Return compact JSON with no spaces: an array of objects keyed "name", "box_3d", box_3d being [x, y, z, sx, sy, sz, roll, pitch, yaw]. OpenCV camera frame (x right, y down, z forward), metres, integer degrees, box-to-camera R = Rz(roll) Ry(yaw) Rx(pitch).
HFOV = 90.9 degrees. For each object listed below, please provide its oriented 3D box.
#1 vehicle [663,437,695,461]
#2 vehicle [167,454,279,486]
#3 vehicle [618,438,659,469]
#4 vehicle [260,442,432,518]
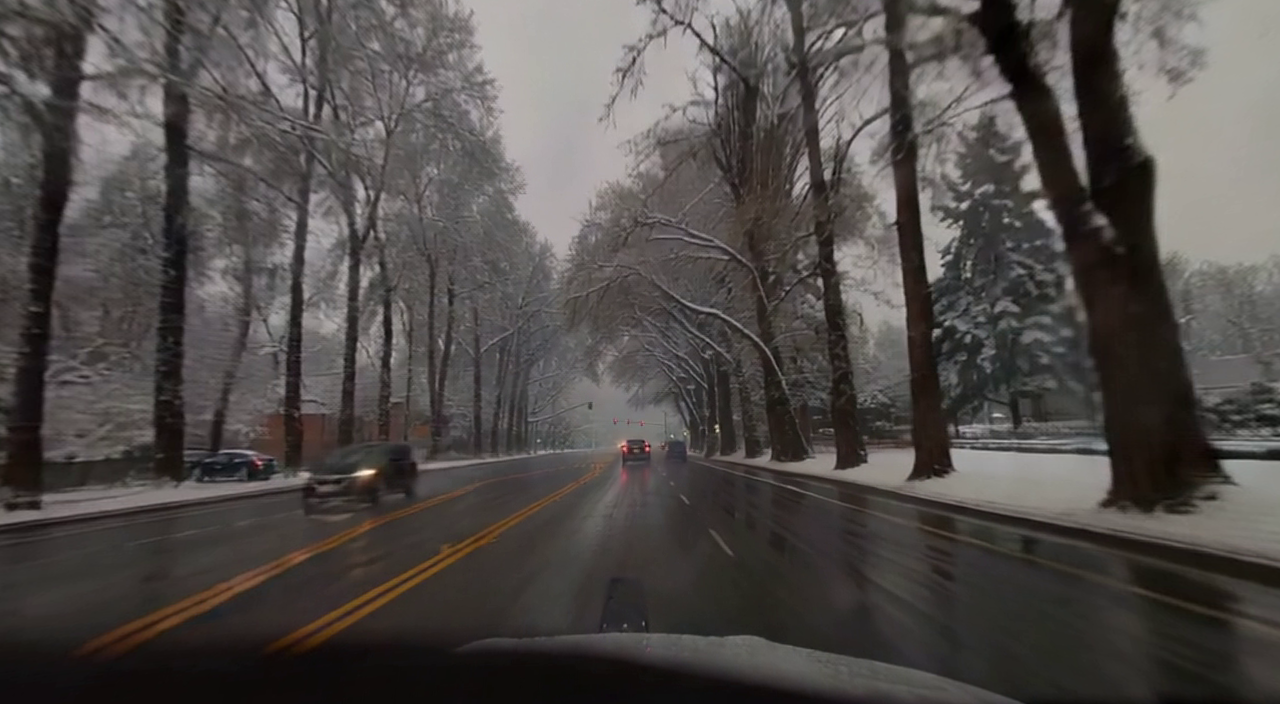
[{"name":"vehicle","box_3d":[3.023,7.650,49.600,2.189,1.766,4.495,0,-8,0]},{"name":"vehicle","box_3d":[-22.037,6.232,33.415,4.589,1.557,1.887,-1,-8,1]},{"name":"vehicle","box_3d":[-0.126,5.599,34.869,2.109,1.612,3.963,0,-8,-1]},{"name":"vehicle","box_3d":[-6.699,2.937,15.023,2.020,1.512,4.296,0,-8,0]}]
